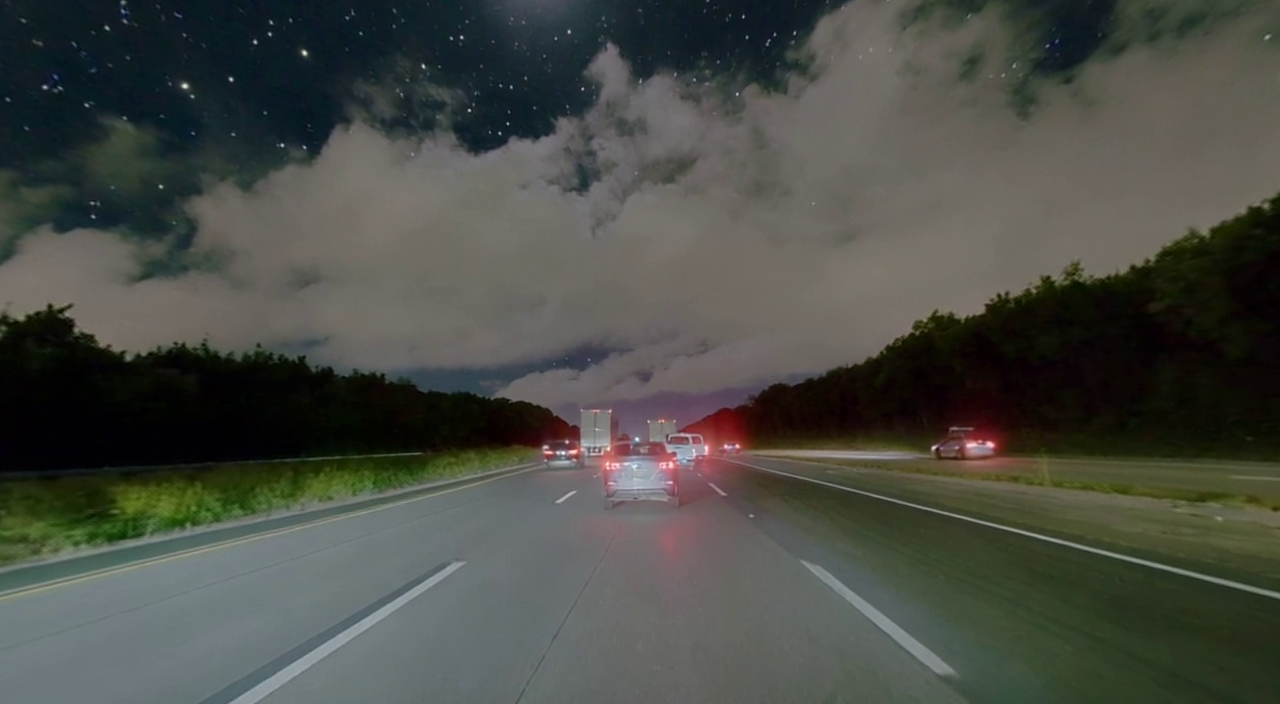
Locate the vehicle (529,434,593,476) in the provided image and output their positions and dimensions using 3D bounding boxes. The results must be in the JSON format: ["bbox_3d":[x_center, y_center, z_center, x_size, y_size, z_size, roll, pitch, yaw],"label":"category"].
[{"bbox_3d":[-3.437,4.612,28.230,2.177,1.699,4.431,0,-9,2],"label":"vehicle"}]

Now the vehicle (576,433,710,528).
[{"bbox_3d":[0.015,2.292,11.721,2.057,1.449,3.931,0,-9,-1],"label":"vehicle"}]
